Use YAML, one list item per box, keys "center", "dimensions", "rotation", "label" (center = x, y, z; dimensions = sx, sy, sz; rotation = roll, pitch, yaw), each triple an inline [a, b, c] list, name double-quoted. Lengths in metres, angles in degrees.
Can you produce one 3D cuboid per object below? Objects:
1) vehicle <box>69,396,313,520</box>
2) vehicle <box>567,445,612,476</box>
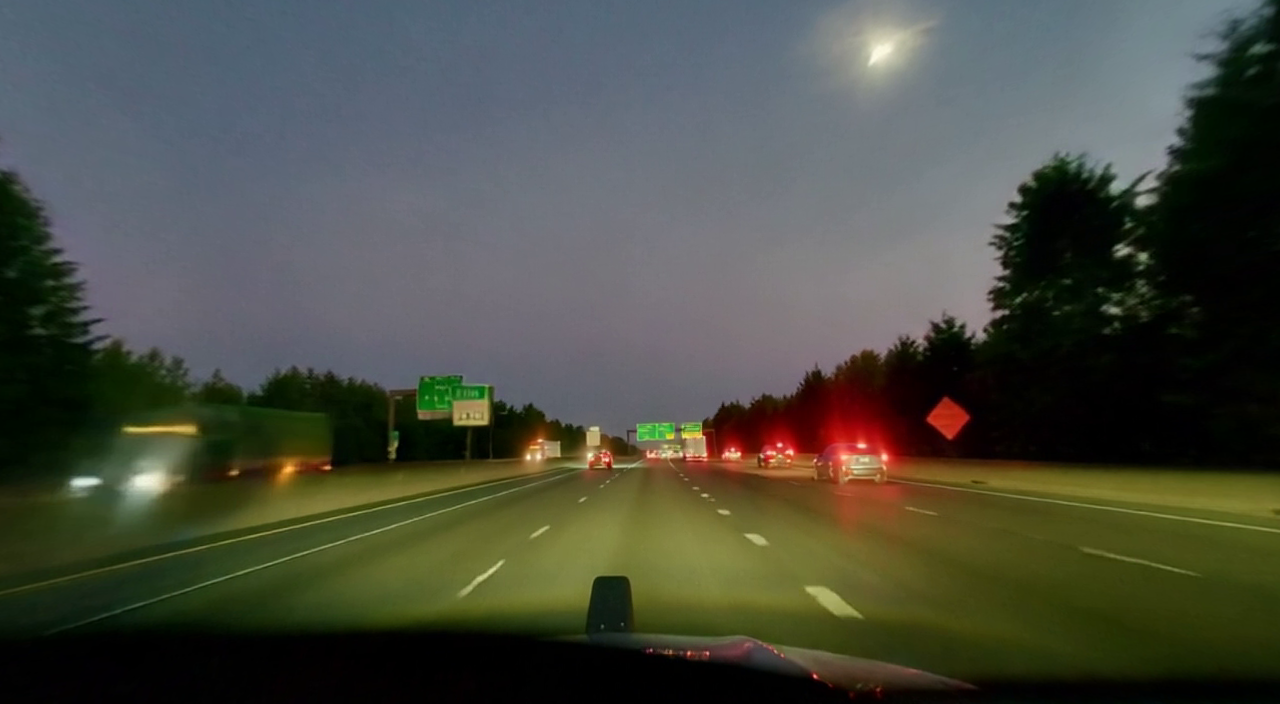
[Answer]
- center: [-14.123, 3.442, 20.838]
  dimensions: [2.450, 3.334, 7.290]
  rotation: [0, -9, 1]
  label: "vehicle"
- center: [-2.820, 6.164, 36.077]
  dimensions: [2.086, 1.650, 4.122]
  rotation: [-1, -9, 2]
  label: "vehicle"
